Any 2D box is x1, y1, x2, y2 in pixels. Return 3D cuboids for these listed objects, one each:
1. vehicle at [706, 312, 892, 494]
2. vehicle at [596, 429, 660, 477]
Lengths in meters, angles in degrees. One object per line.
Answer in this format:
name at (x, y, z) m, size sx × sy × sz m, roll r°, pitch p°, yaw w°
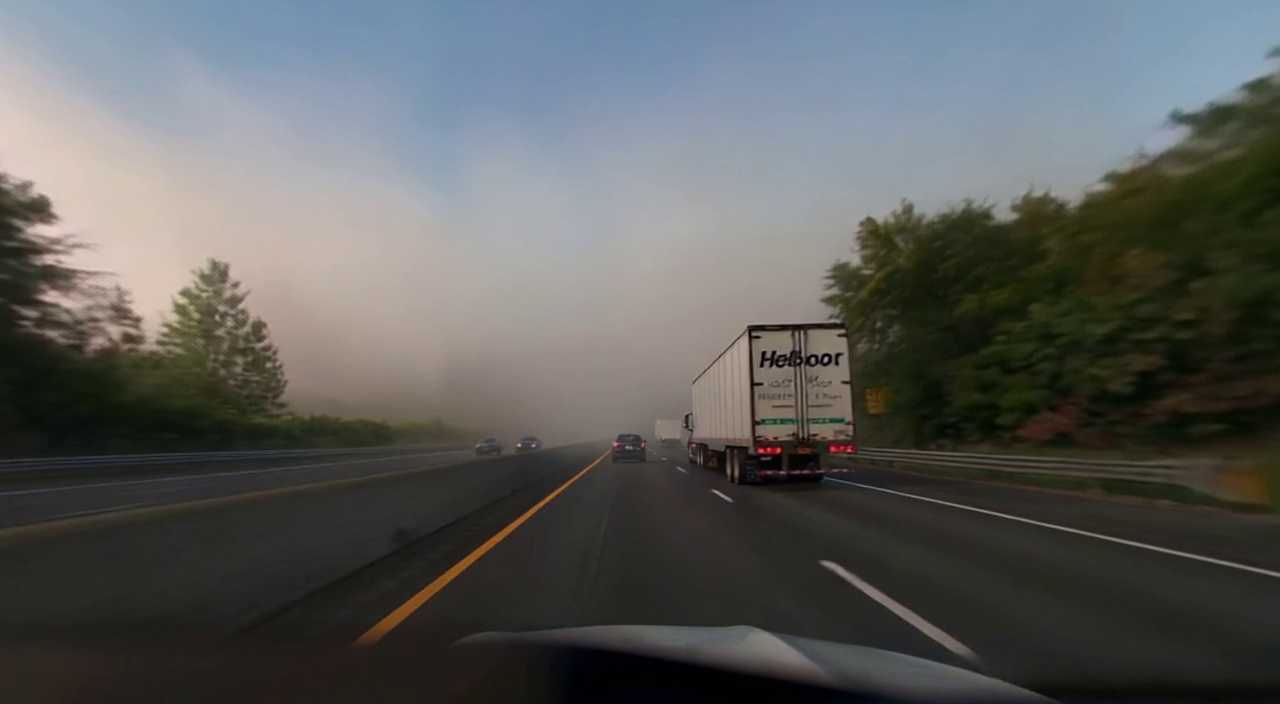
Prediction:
vehicle at (4.014, 1.745, 18.938) m, size 2.853 × 4.038 × 9.832 m, roll 0°, pitch -8°, yaw -1°
vehicle at (-0.445, 3.561, 22.637) m, size 2.095 × 1.557 × 3.963 m, roll 0°, pitch -8°, yaw -1°
